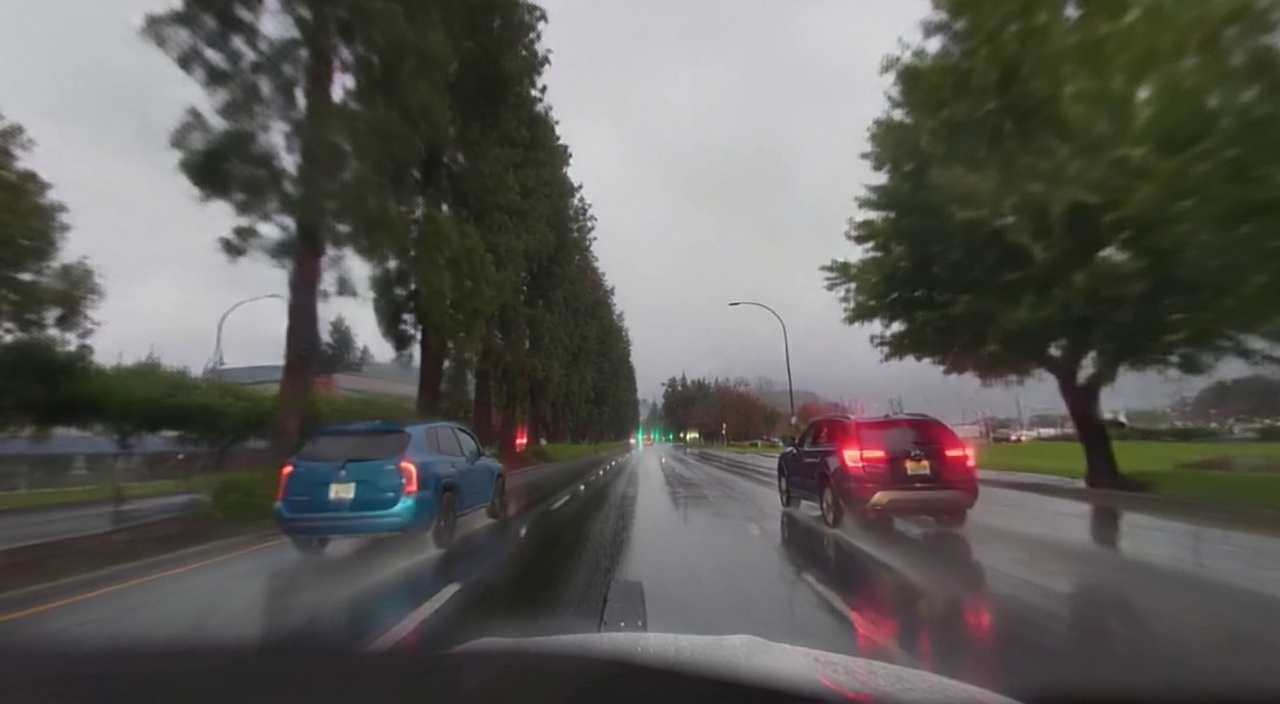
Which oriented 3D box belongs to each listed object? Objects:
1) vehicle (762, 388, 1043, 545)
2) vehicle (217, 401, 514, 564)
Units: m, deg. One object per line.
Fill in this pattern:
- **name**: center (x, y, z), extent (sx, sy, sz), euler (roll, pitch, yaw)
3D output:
- **vehicle**: center (3.468, 1.624, 9.666), extent (2.087, 1.759, 5.040), euler (0, -7, -1)
- **vehicle**: center (-3.213, 1.599, 8.548), extent (2.025, 1.635, 4.293), euler (0, -8, 1)
